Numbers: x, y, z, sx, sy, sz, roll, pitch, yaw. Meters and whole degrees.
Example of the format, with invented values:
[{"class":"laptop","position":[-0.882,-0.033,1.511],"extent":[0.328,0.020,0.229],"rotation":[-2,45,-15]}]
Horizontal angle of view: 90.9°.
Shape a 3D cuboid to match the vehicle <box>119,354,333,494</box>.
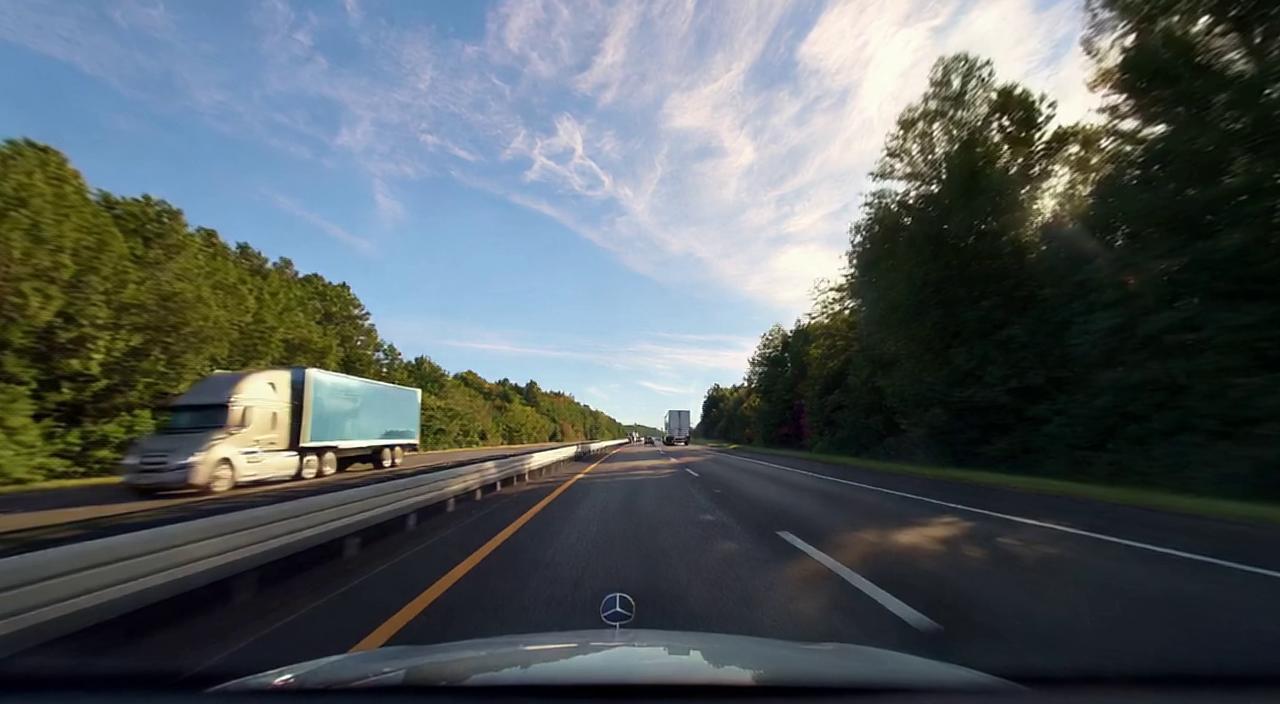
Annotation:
[{"class":"vehicle","position":[-13.247,2.418,20.955],"extent":[3.019,3.999,5.761],"rotation":[0,-8,0]}]
